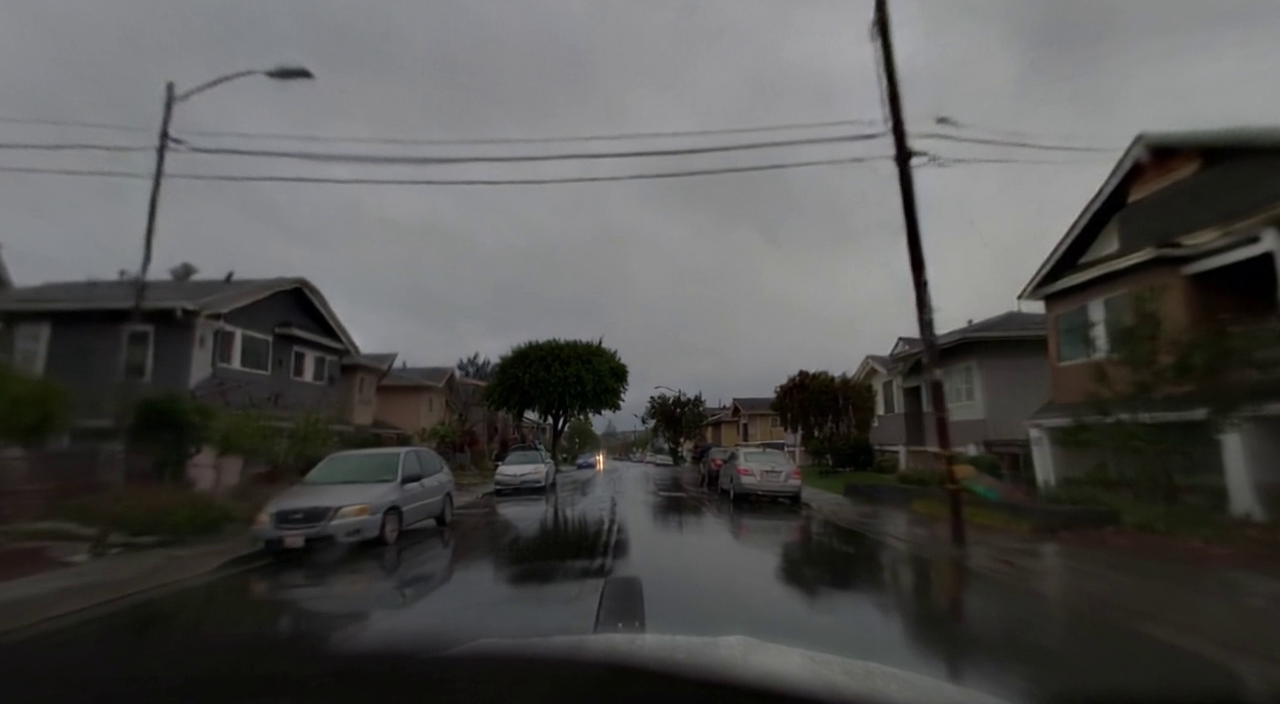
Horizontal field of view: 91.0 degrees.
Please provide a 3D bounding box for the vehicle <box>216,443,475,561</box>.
[{"bbox_3d":[-4.445,2.311,10.709,2.020,1.470,5.300,0,-9,-2],"label":"vehicle"}]

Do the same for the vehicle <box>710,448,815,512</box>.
[{"bbox_3d":[3.143,3.355,17.095,1.888,1.484,4.476,0,-9,-1],"label":"vehicle"}]

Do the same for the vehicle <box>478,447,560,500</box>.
[{"bbox_3d":[-4.150,4.222,22.385,2.089,1.508,4.537,2,-7,-1],"label":"vehicle"}]
